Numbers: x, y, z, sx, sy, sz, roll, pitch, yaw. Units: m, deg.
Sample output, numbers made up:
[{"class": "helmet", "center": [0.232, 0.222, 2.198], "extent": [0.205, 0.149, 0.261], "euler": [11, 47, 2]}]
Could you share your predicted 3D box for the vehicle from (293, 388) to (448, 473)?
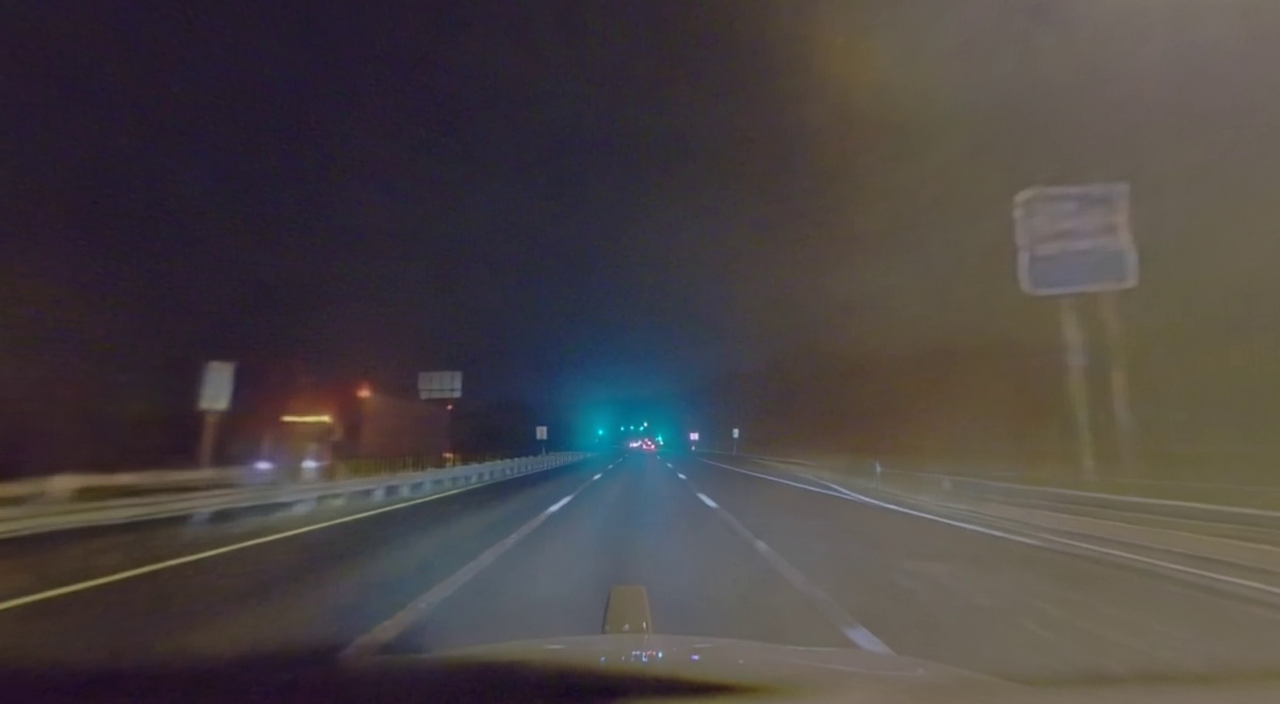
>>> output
[{"class": "vehicle", "center": [-15.072, 4.784, 37.283], "extent": [2.972, 4.061, 14.035], "euler": [0, -8, 0]}]
